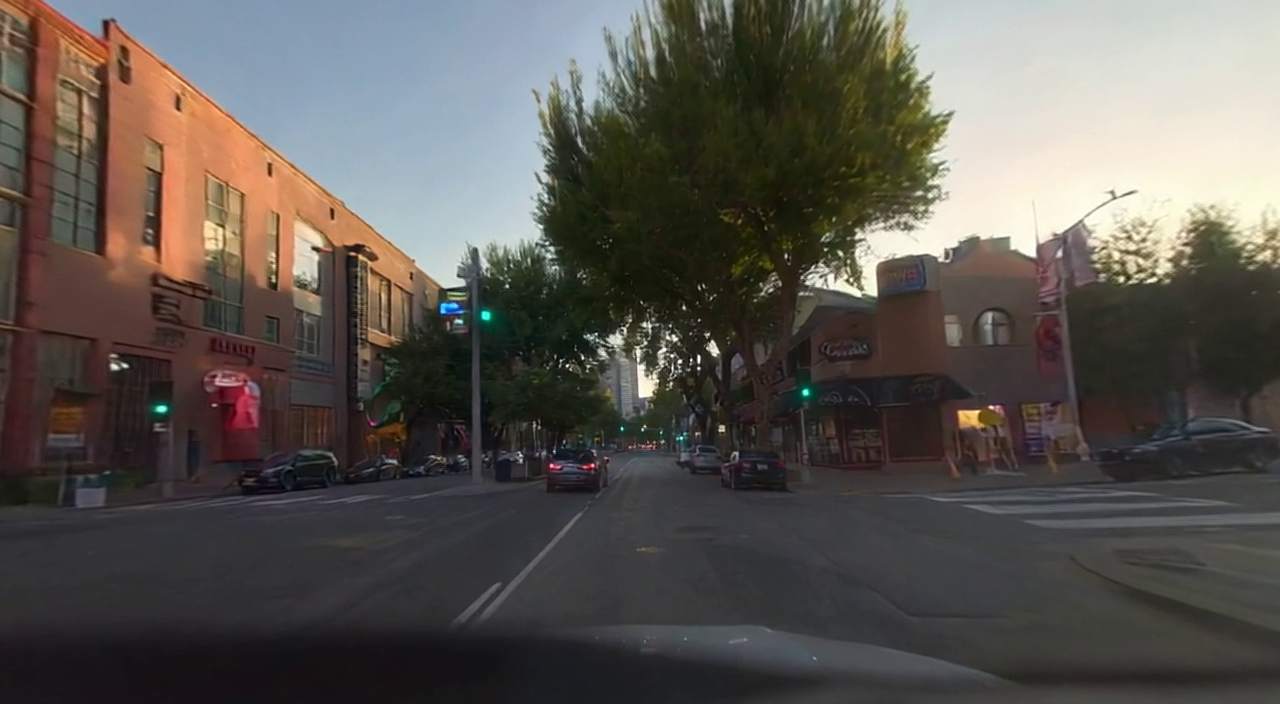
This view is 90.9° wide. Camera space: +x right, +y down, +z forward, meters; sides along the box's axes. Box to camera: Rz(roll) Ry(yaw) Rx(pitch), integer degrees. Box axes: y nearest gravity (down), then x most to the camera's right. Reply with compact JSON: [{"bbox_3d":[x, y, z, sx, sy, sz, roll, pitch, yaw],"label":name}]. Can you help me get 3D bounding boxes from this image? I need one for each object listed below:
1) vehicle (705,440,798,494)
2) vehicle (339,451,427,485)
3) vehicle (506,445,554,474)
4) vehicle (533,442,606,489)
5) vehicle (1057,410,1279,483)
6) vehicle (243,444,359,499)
[{"bbox_3d":[3.305,3.509,19.707,1.950,1.462,4.807,0,-8,-1],"label":"vehicle"},{"bbox_3d":[-12.427,5.551,30.407,4.305,1.463,2.020,-7,-11,39],"label":"vehicle"},{"bbox_3d":[-7.193,7.079,41.674,2.224,1.797,4.747,0,-8,1],"label":"vehicle"},{"bbox_3d":[-2.323,3.893,21.990,2.030,1.436,4.388,0,-8,0],"label":"vehicle"},{"bbox_3d":[13.666,2.335,15.915,4.843,1.527,2.088,-2,-7,-5],"label":"vehicle"},{"bbox_3d":[-12.333,4.233,22.799,4.737,1.741,2.092,-8,-11,41],"label":"vehicle"}]
